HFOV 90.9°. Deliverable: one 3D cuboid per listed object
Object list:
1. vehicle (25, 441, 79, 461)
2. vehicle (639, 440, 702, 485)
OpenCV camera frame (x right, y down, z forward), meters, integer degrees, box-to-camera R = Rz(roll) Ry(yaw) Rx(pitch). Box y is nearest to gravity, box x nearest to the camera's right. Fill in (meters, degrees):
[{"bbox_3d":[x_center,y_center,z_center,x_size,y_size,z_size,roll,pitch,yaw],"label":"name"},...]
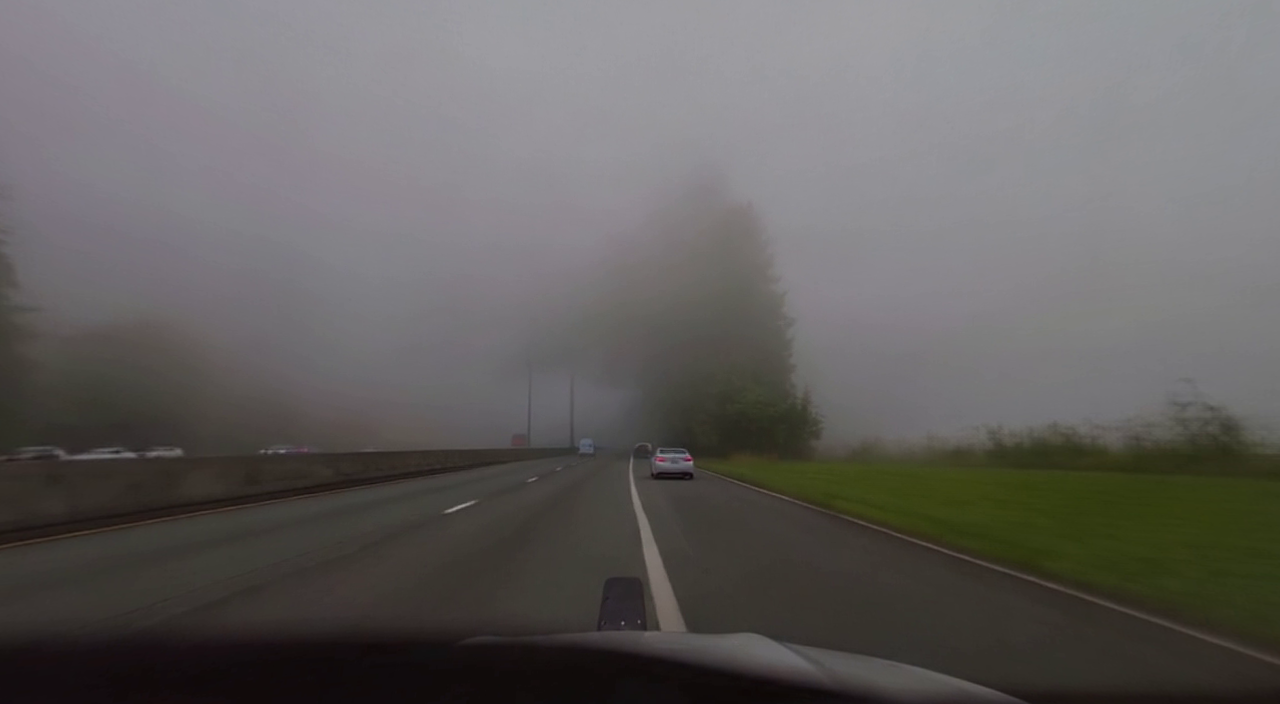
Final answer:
[{"bbox_3d":[-44.263,7.491,47.496,1.542,1.434,2.718,1,-9,-7],"label":"vehicle"},{"bbox_3d":[1.004,3.915,22.499,1.960,1.456,3.818,0,-9,-1],"label":"vehicle"}]
